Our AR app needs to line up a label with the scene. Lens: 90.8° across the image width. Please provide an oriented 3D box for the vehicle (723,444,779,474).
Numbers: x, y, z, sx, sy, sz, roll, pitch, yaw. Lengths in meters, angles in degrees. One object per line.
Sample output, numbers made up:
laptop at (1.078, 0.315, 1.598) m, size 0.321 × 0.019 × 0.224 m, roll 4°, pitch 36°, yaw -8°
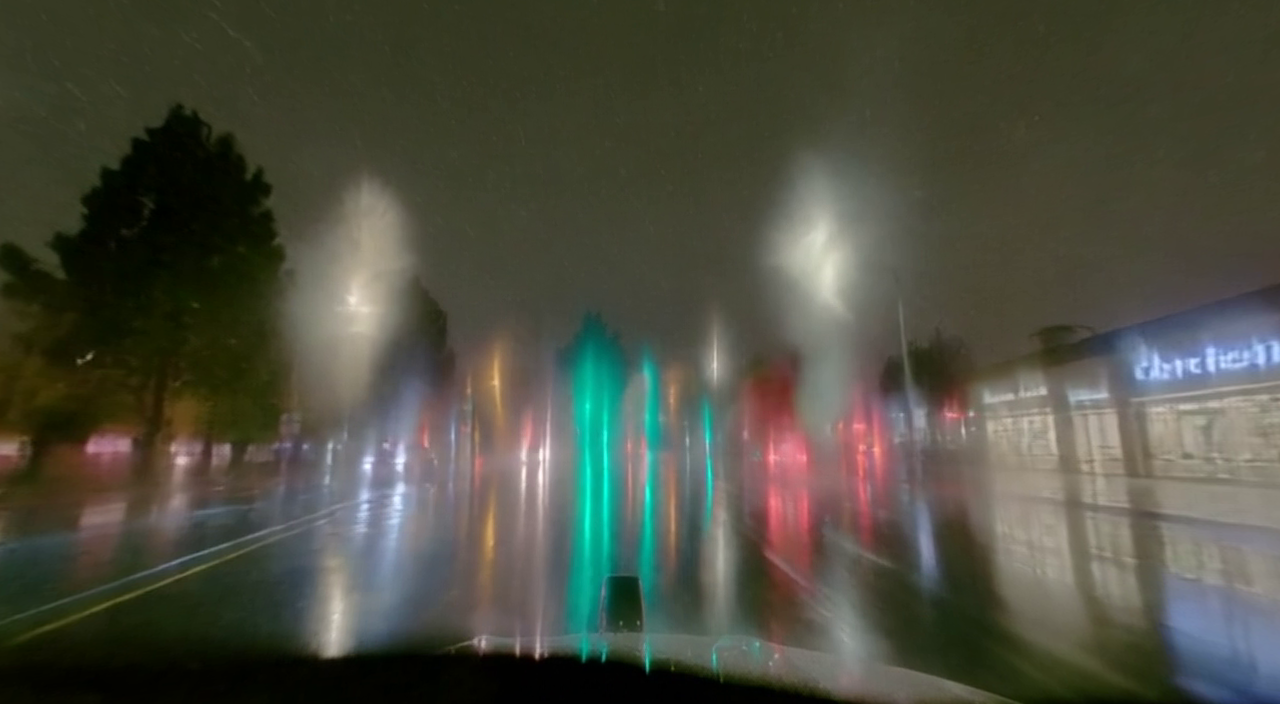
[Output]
vehicle at (5.871, 5.684, 33.865) m, size 2.024 × 1.475 × 4.600 m, roll 0°, pitch -9°, yaw -2°

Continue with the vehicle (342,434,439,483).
vehicle at (-9.566, 4.107, 24.649) m, size 2.067 × 1.712 × 4.489 m, roll 0°, pitch -9°, yaw -2°
